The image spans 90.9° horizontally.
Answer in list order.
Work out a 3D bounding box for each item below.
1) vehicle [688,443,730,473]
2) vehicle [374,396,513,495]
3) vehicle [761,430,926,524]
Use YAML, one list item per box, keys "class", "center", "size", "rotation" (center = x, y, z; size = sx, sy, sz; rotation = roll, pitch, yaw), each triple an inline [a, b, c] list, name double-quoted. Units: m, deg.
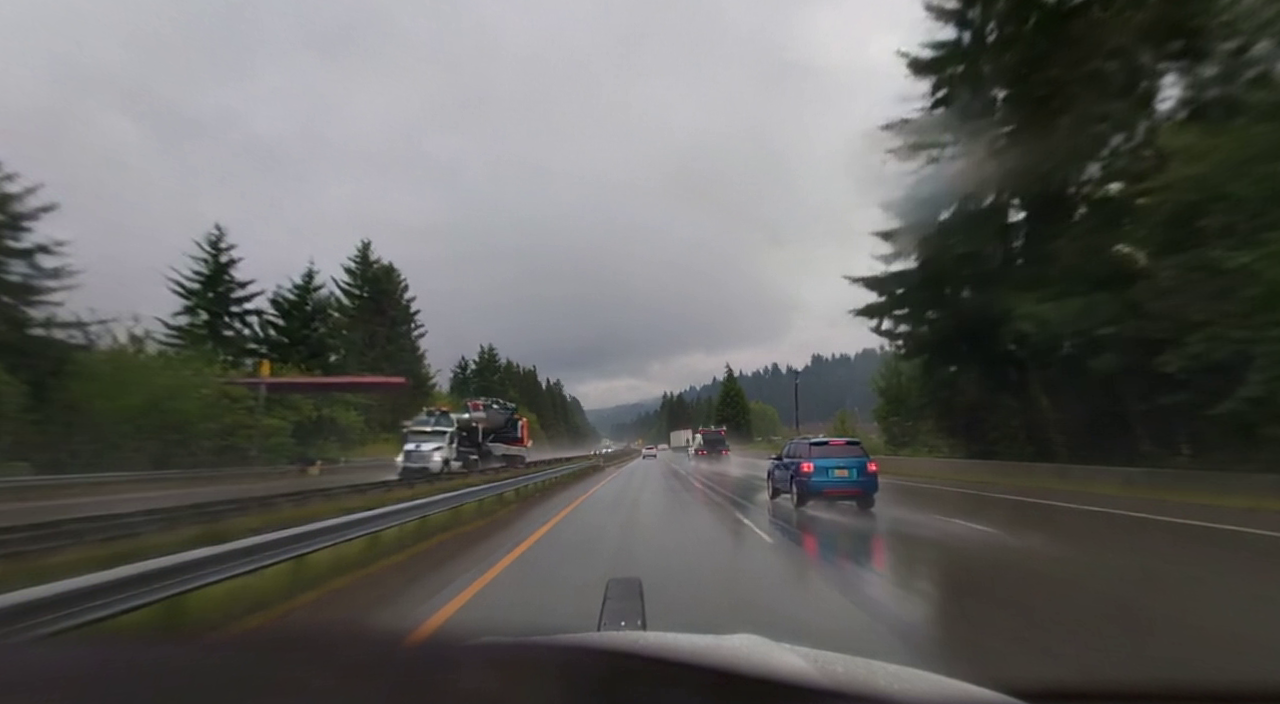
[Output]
- class: "vehicle"
  center: [4.137, 6.432, 38.354]
  size: [2.022, 1.658, 4.132]
  rotation: [0, -9, -1]
- class: "vehicle"
  center: [-7.782, 3.953, 26.530]
  size: [3.011, 3.465, 8.510]
  rotation: [0, -9, 0]
- class: "vehicle"
  center: [3.934, 2.496, 13.037]
  size: [2.005, 1.604, 4.002]
  rotation: [0, -9, -1]
